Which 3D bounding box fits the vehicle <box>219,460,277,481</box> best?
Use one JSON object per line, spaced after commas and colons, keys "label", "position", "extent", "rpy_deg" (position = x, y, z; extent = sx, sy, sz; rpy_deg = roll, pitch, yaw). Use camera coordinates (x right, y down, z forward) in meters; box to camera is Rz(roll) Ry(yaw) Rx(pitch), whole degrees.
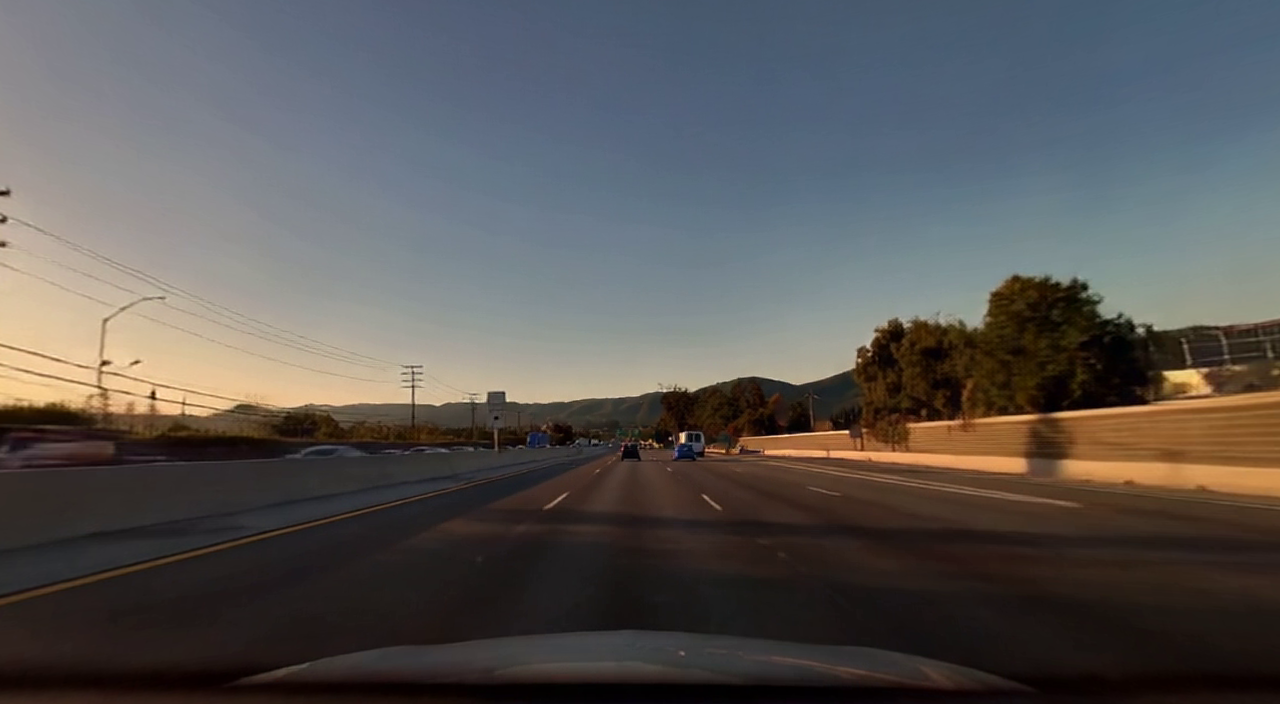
{"label": "vehicle", "position": [-28.962, 8.726, 46.842], "extent": [1.823, 1.421, 4.037], "rpy_deg": [1, -9, -2]}

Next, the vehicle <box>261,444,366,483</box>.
{"label": "vehicle", "position": [-13.899, 4.753, 27.279], "extent": [2.147, 1.528, 4.437], "rpy_deg": [0, -9, 0]}

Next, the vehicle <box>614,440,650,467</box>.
{"label": "vehicle", "position": [-0.550, 6.788, 42.362], "extent": [2.325, 1.712, 4.592], "rpy_deg": [0, -9, -1]}

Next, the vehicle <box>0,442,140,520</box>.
{"label": "vehicle", "position": [-21.626, 4.372, 21.807], "extent": [2.812, 2.426, 7.221], "rpy_deg": [0, -9, 0]}

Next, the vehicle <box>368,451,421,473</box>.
{"label": "vehicle", "position": [-17.514, 7.849, 45.310], "extent": [1.903, 1.482, 4.623], "rpy_deg": [0, -9, 0]}

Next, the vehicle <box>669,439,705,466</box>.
{"label": "vehicle", "position": [3.233, 7.026, 44.294], "extent": [2.036, 1.796, 4.470], "rpy_deg": [0, -9, -2]}
